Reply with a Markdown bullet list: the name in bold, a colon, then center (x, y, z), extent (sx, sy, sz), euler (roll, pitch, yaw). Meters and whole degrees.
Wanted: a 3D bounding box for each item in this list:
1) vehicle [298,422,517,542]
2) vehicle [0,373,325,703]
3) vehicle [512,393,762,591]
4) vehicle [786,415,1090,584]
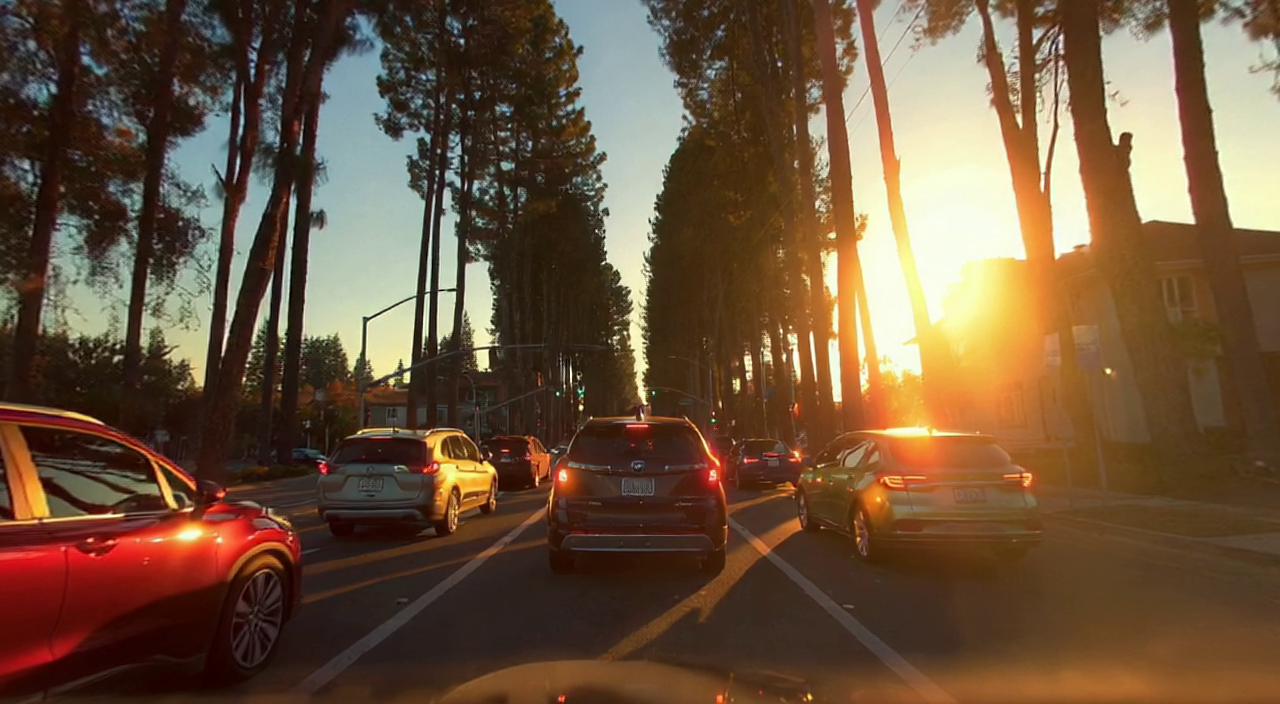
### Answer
- **vehicle**: center (-3.647, 2.113, 10.925), extent (2.042, 1.641, 4.314), euler (0, -8, 1)
- **vehicle**: center (-3.772, 0.998, 3.307), extent (1.929, 1.641, 4.193), euler (0, -8, 2)
- **vehicle**: center (-0.006, 1.532, 7.657), extent (2.193, 1.744, 4.033), euler (0, -8, 1)
- **vehicle**: center (3.263, 1.671, 7.857), extent (1.922, 1.579, 3.642), euler (0, -8, -1)
